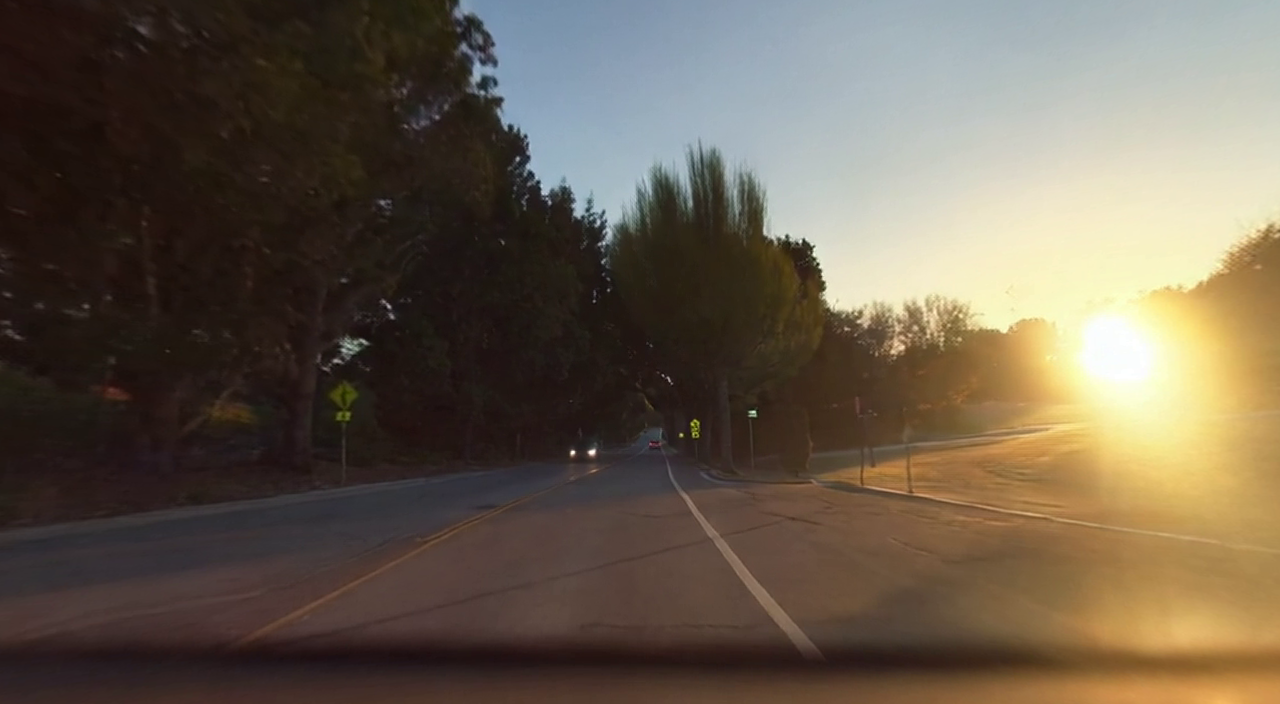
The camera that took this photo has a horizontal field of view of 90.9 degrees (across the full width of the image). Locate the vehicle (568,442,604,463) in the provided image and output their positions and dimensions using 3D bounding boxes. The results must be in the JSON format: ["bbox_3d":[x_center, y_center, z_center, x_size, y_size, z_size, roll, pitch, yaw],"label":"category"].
[{"bbox_3d":[-3.658,6.908,43.393,1.923,1.366,3.965,-1,-8,3],"label":"vehicle"}]
